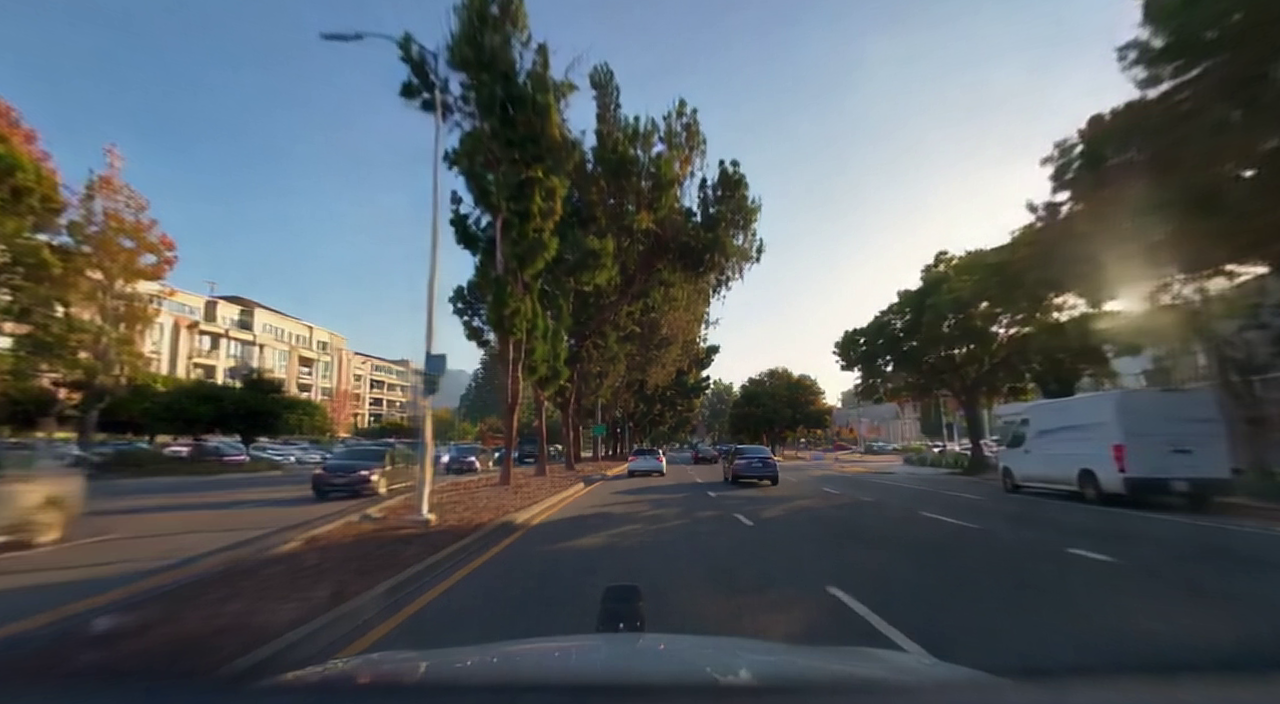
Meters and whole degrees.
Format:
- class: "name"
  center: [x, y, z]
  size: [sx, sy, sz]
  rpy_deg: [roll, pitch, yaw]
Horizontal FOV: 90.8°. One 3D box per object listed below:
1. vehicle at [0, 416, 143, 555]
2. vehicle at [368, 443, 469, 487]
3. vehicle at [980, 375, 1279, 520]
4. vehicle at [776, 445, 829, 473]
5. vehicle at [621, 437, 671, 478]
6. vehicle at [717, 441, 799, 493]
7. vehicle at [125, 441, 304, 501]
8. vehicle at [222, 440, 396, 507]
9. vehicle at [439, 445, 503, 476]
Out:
- class: "vehicle"
  center: [-8.956, 1.656, 7.818]
  size: [1.934, 1.713, 4.441]
  rpy_deg: [0, -9, 0]
- class: "vehicle"
  center: [-8.033, 4.128, 23.410]
  size: [2.007, 1.443, 4.447]
  rpy_deg: [0, -9, 2]
- class: "vehicle"
  center: [11.724, 2.375, 15.866]
  size: [2.790, 2.897, 6.326]
  rpy_deg: [0, -9, 0]
- class: "vehicle"
  center: [9.097, 6.011, 35.769]
  size: [1.860, 1.475, 4.488]
  rpy_deg: [0, -9, 0]
- class: "vehicle"
  center: [0.329, 4.703, 28.271]
  size: [2.101, 1.694, 3.979]
  rpy_deg: [0, -9, 2]
- class: "vehicle"
  center: [3.627, 3.609, 20.136]
  size: [1.852, 1.498, 3.825]
  rpy_deg: [0, -9, 0]
- class: "vehicle"
  center: [-11.786, 3.295, 17.974]
  size: [1.839, 1.468, 4.536]
  rpy_deg: [0, -9, 2]
- class: "vehicle"
  center: [-8.258, 3.055, 16.372]
  size: [1.992, 1.465, 4.458]
  rpy_deg: [0, -9, 2]
- class: "vehicle"
  center: [-8.353, 5.395, 31.670]
  size: [1.850, 1.447, 4.436]
  rpy_deg: [0, -9, 2]
